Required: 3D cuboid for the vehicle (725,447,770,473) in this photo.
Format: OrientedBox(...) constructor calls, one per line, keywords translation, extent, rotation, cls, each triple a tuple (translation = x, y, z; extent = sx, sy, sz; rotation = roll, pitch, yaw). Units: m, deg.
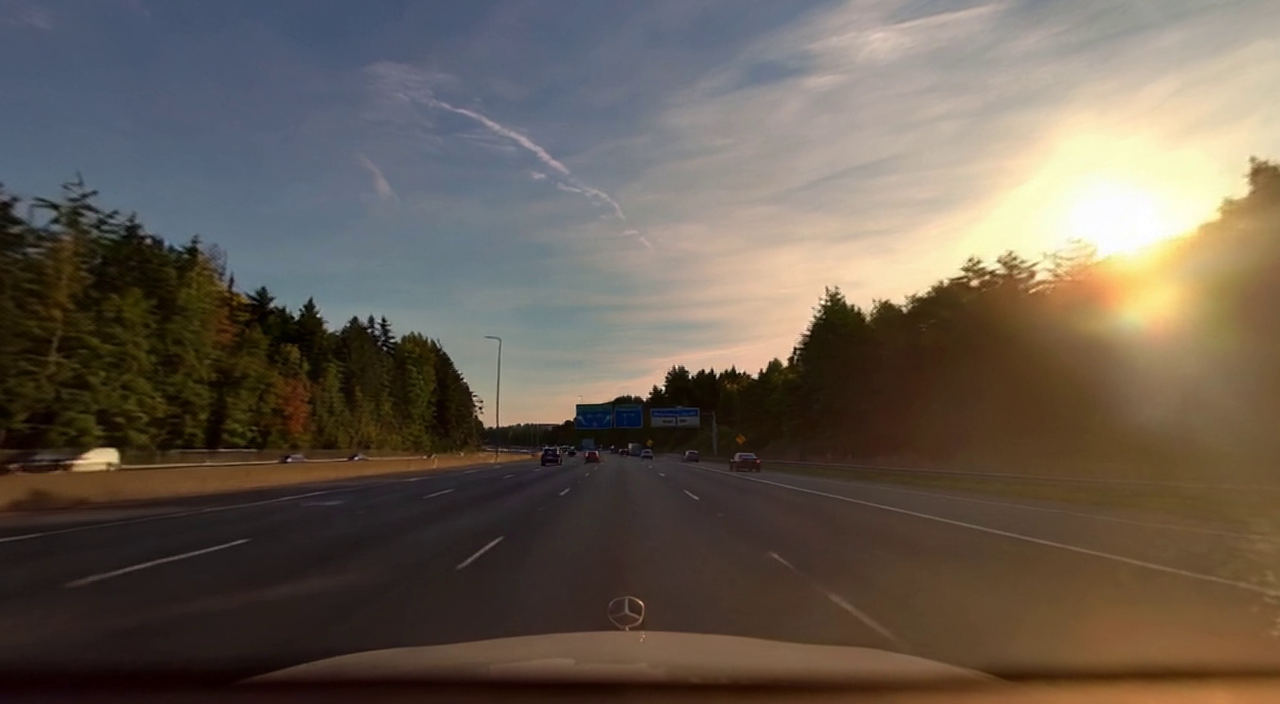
OrientedBox(translation=(6.893, 7.009, 40.958), extent=(1.989, 1.591, 4.348), rotation=(0, -9, -2), cls="vehicle")
